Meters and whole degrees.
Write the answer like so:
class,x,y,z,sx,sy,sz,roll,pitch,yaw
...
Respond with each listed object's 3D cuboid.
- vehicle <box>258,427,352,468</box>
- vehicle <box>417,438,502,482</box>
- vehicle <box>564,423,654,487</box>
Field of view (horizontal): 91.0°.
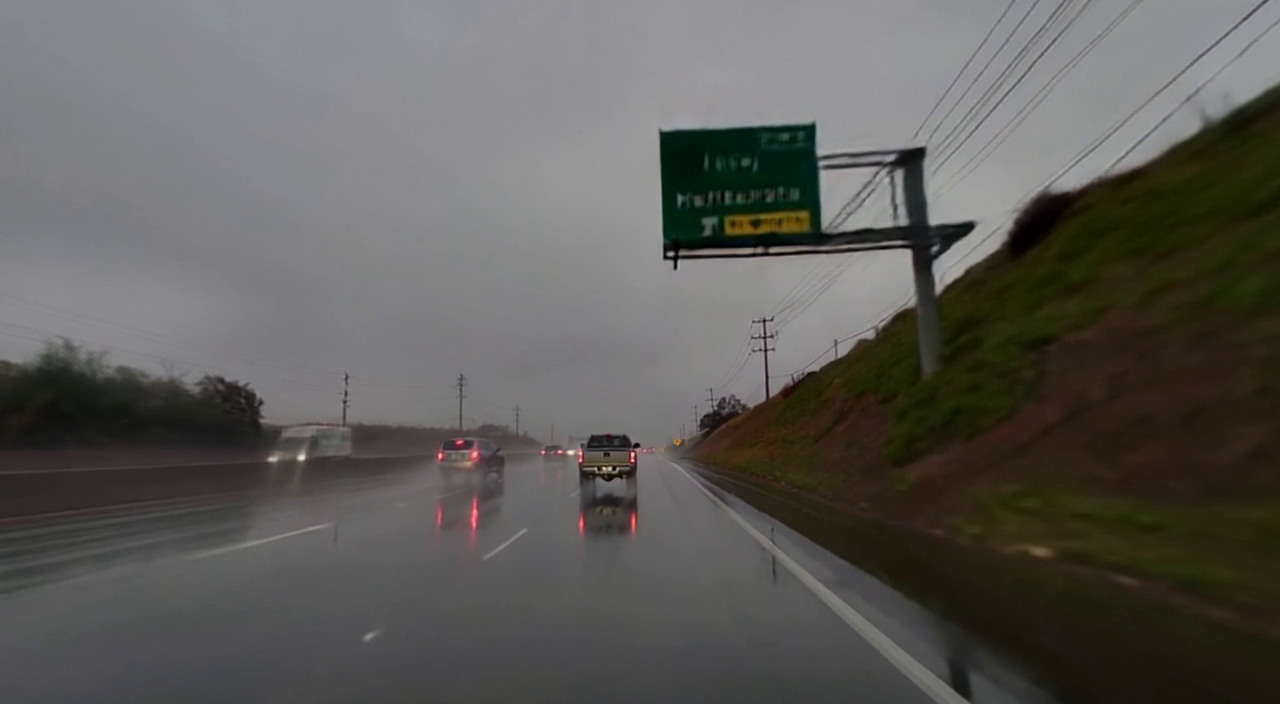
class,x,y,z,sx,sy,sz,roll,pitch,yaw
vehicle,-20.184,5.807,38.349,2.294,2.243,6.159,0,-9,0
vehicle,-7.158,4.322,25.469,2.055,1.618,4.457,0,-9,1
vehicle,-1.008,3.869,23.975,2.972,2.087,6.126,0,-9,0
